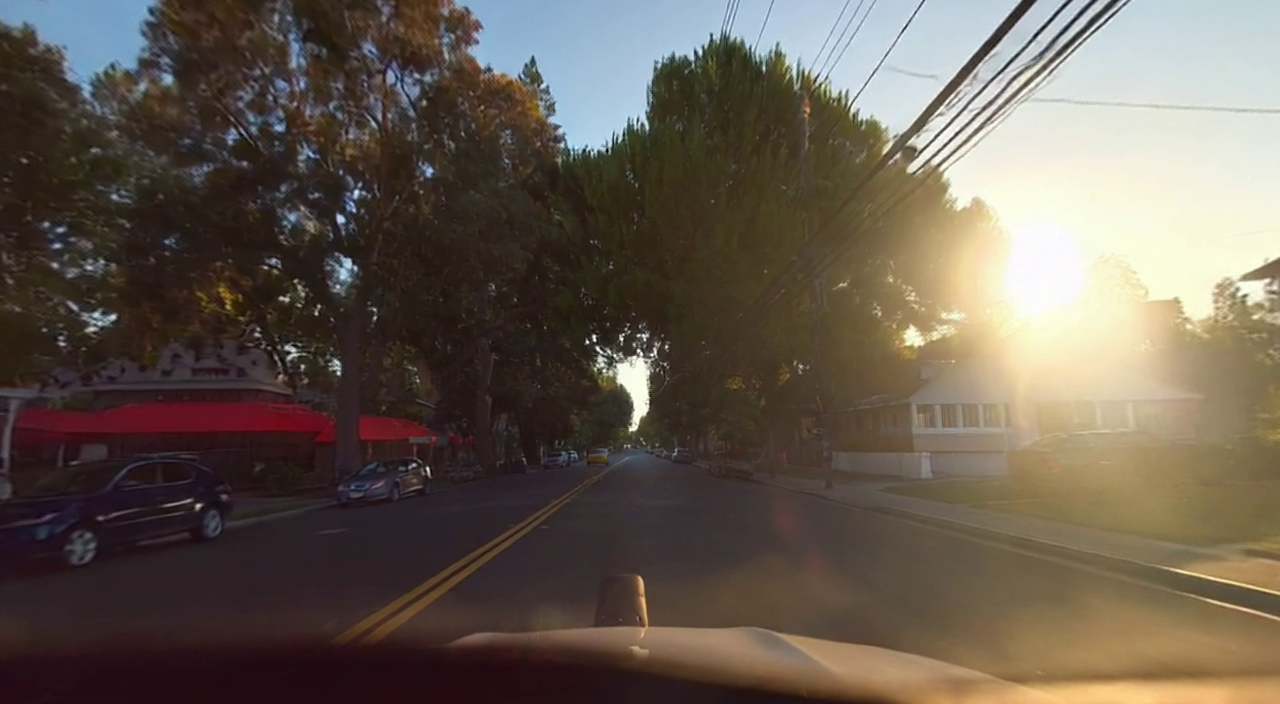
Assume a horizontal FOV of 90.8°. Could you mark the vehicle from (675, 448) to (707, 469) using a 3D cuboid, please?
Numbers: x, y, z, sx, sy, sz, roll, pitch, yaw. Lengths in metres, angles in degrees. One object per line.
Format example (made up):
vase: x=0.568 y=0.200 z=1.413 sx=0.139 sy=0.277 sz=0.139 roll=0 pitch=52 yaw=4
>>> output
vehicle: x=3.826 y=8.081 z=47.990 sx=2.031 sy=1.470 sz=4.470 roll=0 pitch=-8 yaw=-1

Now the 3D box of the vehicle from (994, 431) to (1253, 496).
vehicle: x=11.799 y=2.744 z=15.715 sx=4.716 sy=1.480 sz=2.023 roll=0 pitch=-8 yaw=1

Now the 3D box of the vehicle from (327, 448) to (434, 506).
vehicle: x=-8.822 y=4.239 z=21.935 sx=1.970 sy=1.785 sz=4.274 roll=0 pitch=-8 yaw=-2

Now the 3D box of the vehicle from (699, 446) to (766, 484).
vehicle: x=4.153 y=5.131 z=29.040 sx=2.052 sy=1.476 sz=4.438 roll=-2 pitch=-8 yaw=-5

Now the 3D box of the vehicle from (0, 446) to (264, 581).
vehicle: x=-8.583 y=2.443 z=10.483 sx=1.913 sy=1.723 sz=4.318 roll=0 pitch=-8 yaw=1
